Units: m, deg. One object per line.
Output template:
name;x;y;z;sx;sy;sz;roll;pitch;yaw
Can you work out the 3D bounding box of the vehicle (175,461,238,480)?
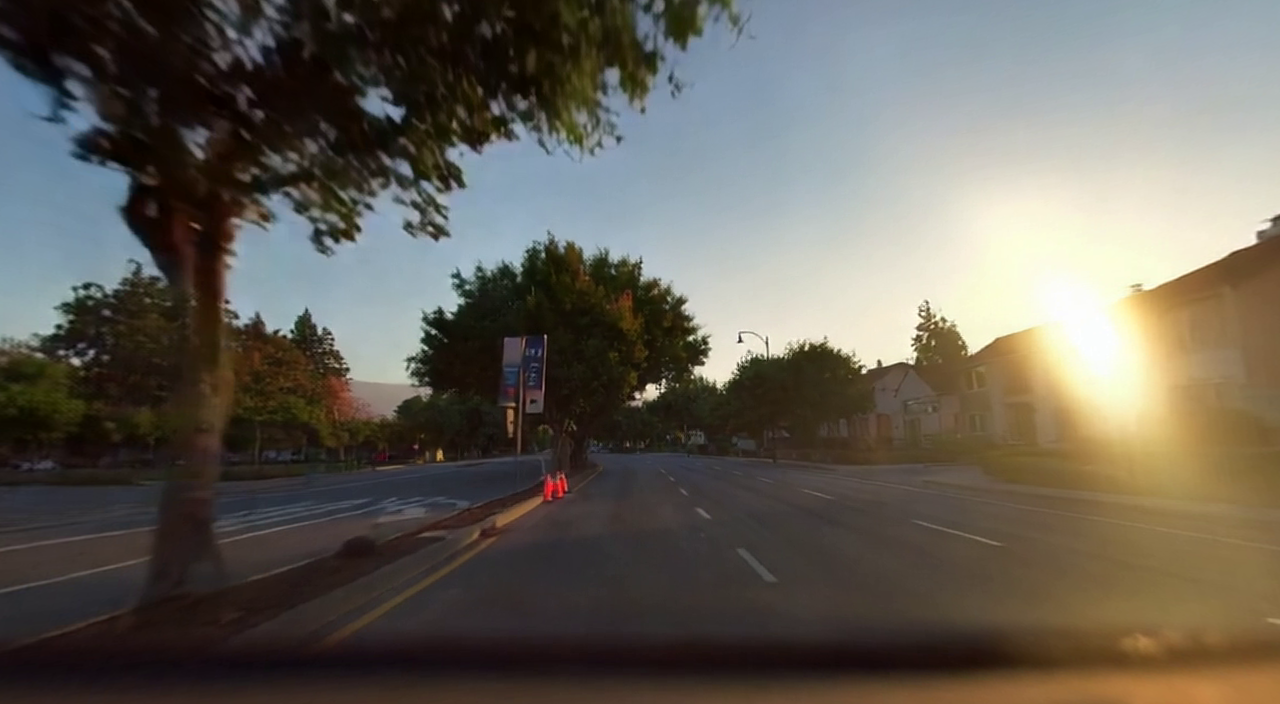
vehicle;-33.639;9.211;49.098;3.512;1.321;1.874;0;-9;-4
